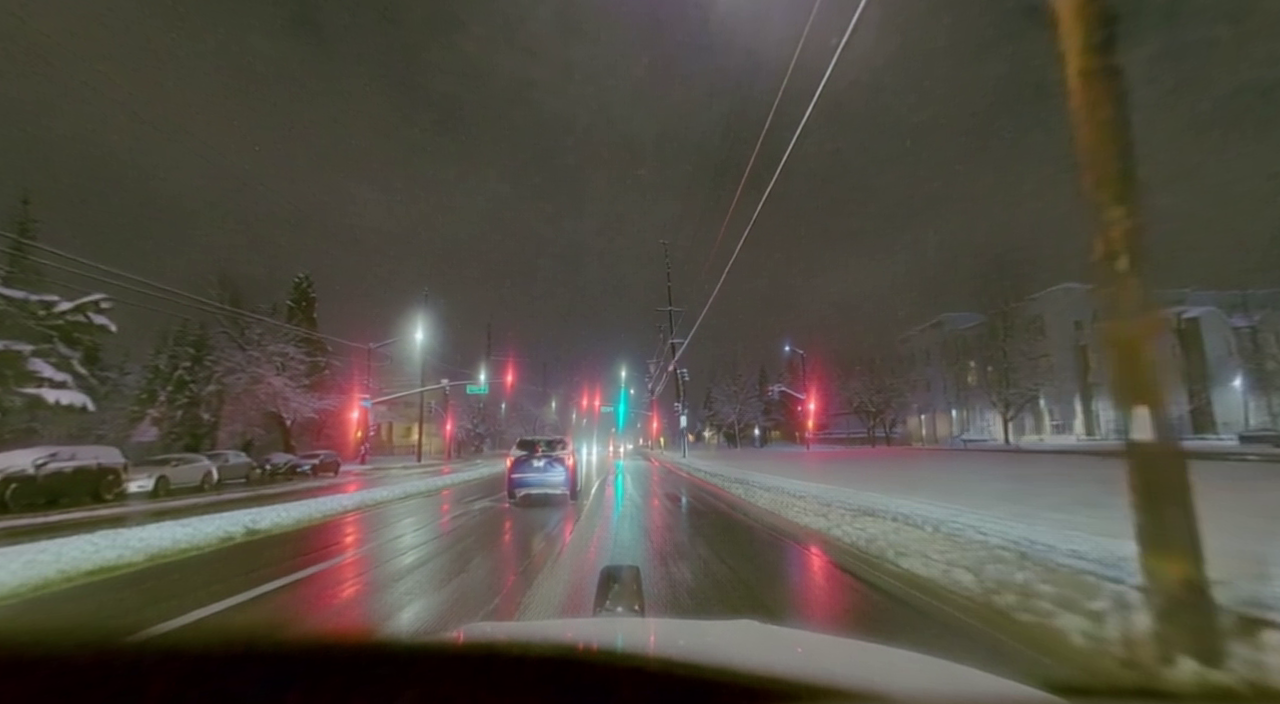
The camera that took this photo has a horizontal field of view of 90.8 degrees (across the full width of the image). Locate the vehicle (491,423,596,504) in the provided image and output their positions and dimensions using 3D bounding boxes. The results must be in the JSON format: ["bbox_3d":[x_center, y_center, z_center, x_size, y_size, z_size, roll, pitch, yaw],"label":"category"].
[{"bbox_3d":[-2.228,2.740,15.793,2.022,1.757,4.041,0,-9,-1],"label":"vehicle"}]

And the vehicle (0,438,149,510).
[{"bbox_3d":[-20.714,4.117,21.881,2.369,2.159,6.388,0,-9,-1],"label":"vehicle"}]

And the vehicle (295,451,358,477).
[{"bbox_3d":[-21.248,7.576,43.031,1.989,1.689,4.388,0,-9,0],"label":"vehicle"}]

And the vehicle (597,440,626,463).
[{"bbox_3d":[-2.228,7.832,49.767,2.144,1.681,3.855,0,-9,-2],"label":"vehicle"}]

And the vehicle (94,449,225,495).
[{"bbox_3d":[-20.749,5.166,27.626,2.015,1.815,4.856,0,-9,-3],"label":"vehicle"}]

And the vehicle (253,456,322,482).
[{"bbox_3d":[-21.224,7.041,38.243,1.790,1.415,4.450,0,-9,-3],"label":"vehicle"}]
